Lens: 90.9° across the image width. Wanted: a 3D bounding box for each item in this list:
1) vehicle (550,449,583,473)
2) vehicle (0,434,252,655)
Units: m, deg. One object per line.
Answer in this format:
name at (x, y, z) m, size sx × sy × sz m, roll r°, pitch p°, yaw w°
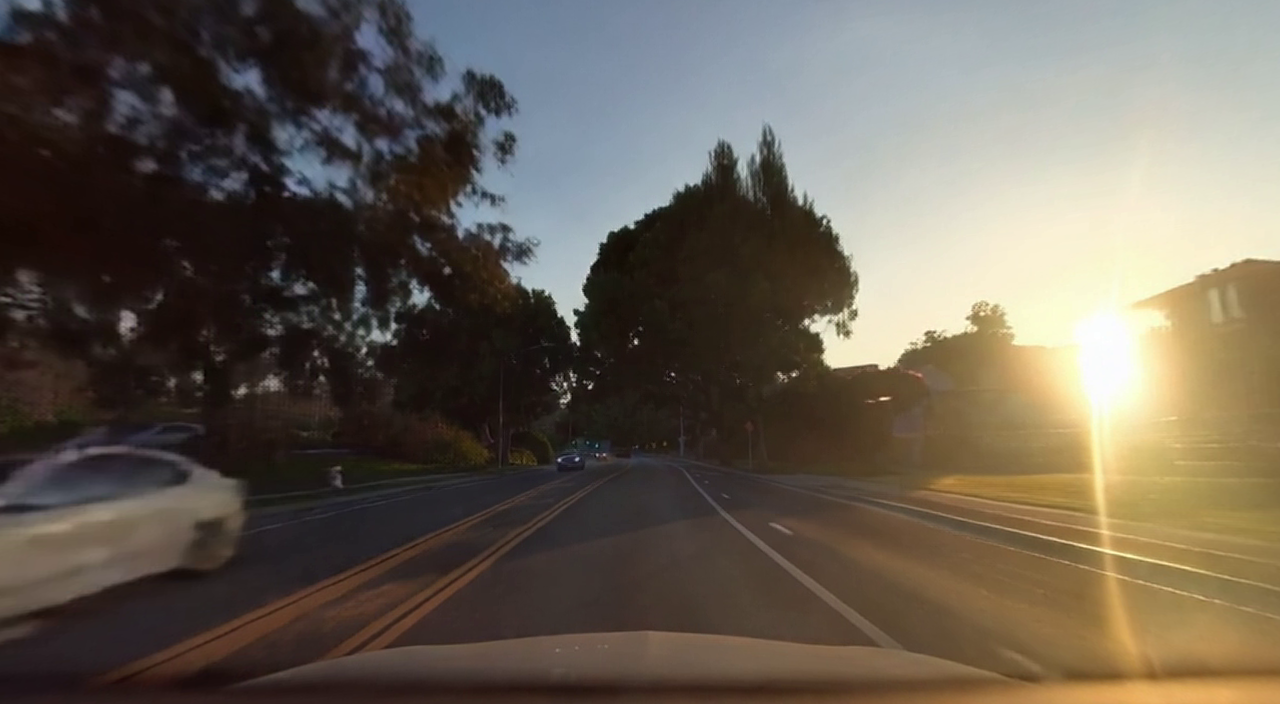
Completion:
vehicle at (-5.120, 7.647, 44.266) m, size 1.816 × 1.543 × 3.931 m, roll 0°, pitch -8°, yaw 1°
vehicle at (-5.488, 1.405, 4.830) m, size 2.133 × 1.508 × 4.535 m, roll 0°, pitch -8°, yaw 0°
